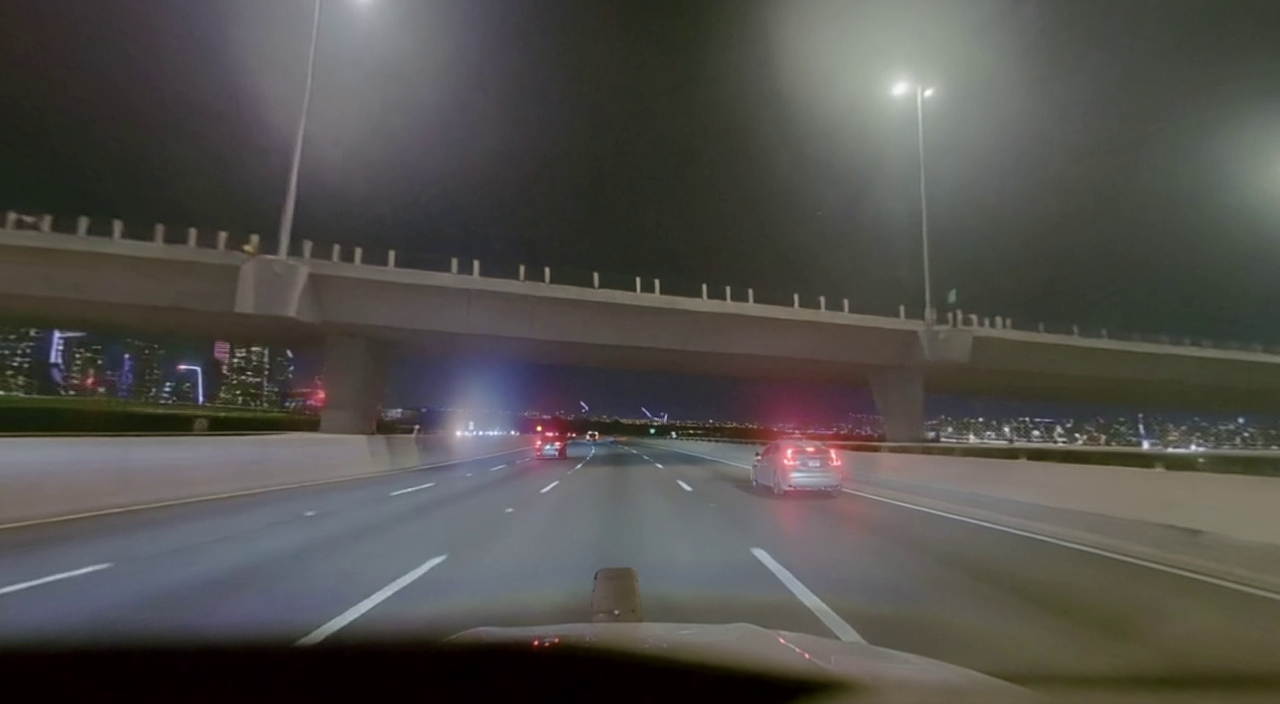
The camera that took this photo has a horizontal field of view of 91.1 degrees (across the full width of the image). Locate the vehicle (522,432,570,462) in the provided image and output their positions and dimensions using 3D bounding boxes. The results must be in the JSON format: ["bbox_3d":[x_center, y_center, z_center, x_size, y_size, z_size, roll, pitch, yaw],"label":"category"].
[{"bbox_3d":[-5.321,5.461,36.291,2.123,1.601,4.887,0,-8,-2],"label":"vehicle"}]
